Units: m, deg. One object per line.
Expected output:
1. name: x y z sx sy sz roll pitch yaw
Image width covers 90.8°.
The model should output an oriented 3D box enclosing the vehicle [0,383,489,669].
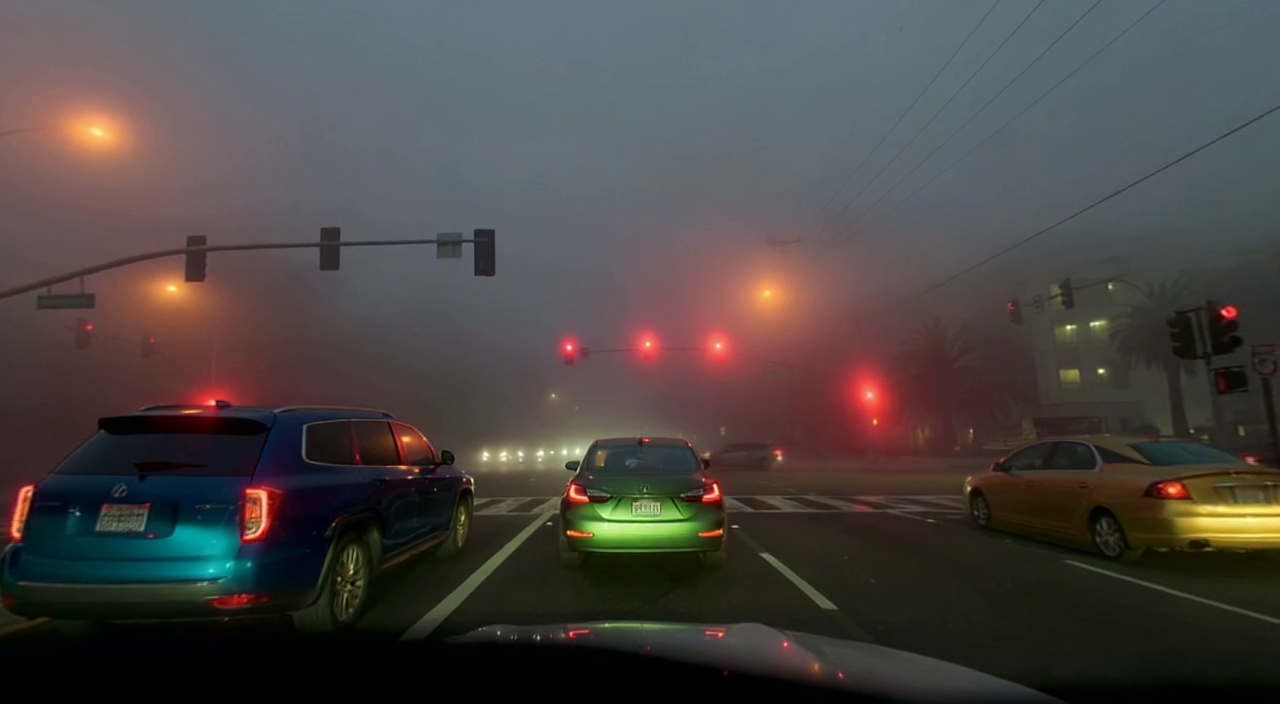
1. vehicle: -3.100 1.363 6.071 2.051 1.682 4.467 0 -8 2

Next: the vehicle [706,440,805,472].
1. vehicle: 5.823 5.299 32.262 4.705 1.560 1.887 0 -8 0

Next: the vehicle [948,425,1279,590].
1. vehicle: 6.087 1.760 8.096 1.970 1.489 4.482 0 -8 -1

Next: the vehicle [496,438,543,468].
1. vehicle: -7.937 6.698 42.041 2.130 1.810 4.450 -2 -8 1

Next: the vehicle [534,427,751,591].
1. vehicle: -0.004 1.705 7.718 1.942 1.445 3.973 0 -8 -1
